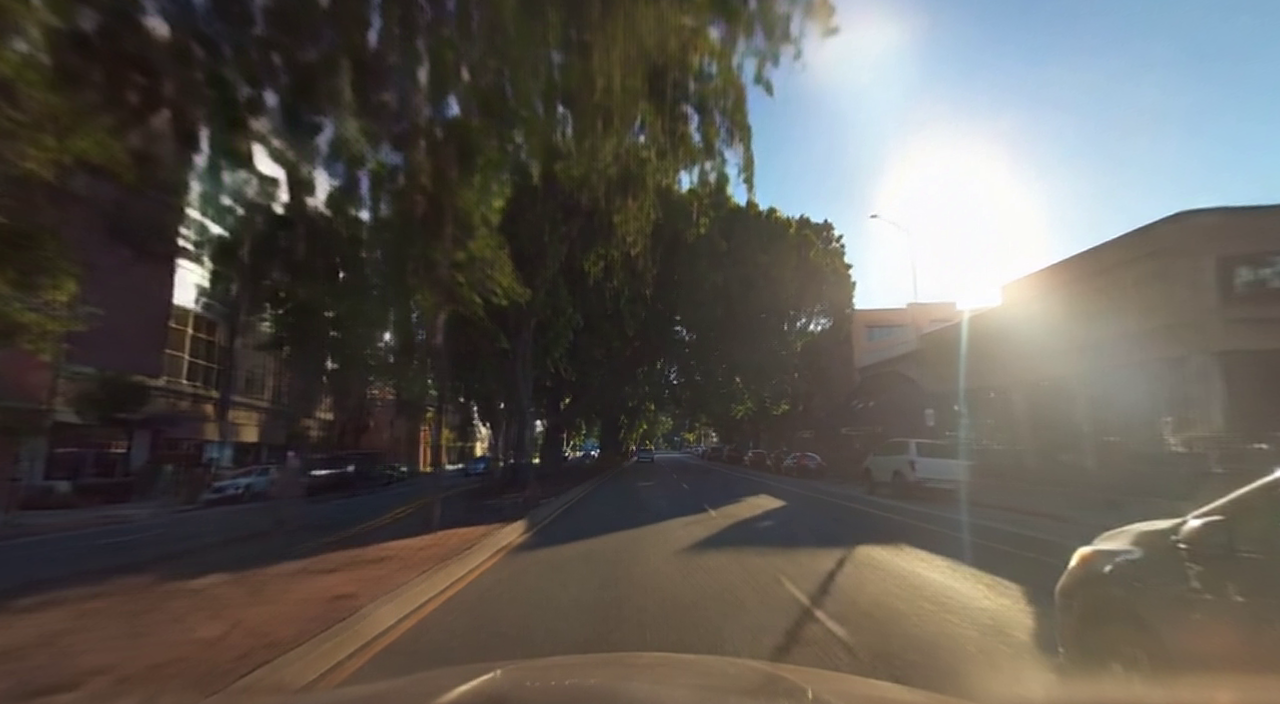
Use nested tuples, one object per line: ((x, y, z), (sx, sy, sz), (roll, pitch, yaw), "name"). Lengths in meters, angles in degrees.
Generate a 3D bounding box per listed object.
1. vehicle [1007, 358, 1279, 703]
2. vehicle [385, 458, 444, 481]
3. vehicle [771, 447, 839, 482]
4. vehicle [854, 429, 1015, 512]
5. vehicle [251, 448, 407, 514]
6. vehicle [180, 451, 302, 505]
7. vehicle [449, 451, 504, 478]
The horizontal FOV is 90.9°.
((2.782, 0.652, 0.977), (1.989, 1.498, 4.050), (0, -8, 1), "vehicle")
((-16.598, 8.614, 46.429), (3.665, 1.559, 1.782), (7, -11, -39), "vehicle")
((7.516, 5.153, 29.190), (1.874, 1.438, 4.466), (0, -8, -1), "vehicle")
((7.421, 3.013, 16.529), (2.050, 1.838, 4.535), (0, -8, 1), "vehicle")
((-8.349, 3.465, 17.505), (1.904, 1.537, 4.618), (0, -8, 1), "vehicle")
((-15.934, 5.015, 25.530), (1.972, 1.898, 4.556), (0, -8, 0), "vehicle")
((-9.740, 6.720, 37.864), (1.890, 1.482, 4.411), (-1, -8, 4), "vehicle")
